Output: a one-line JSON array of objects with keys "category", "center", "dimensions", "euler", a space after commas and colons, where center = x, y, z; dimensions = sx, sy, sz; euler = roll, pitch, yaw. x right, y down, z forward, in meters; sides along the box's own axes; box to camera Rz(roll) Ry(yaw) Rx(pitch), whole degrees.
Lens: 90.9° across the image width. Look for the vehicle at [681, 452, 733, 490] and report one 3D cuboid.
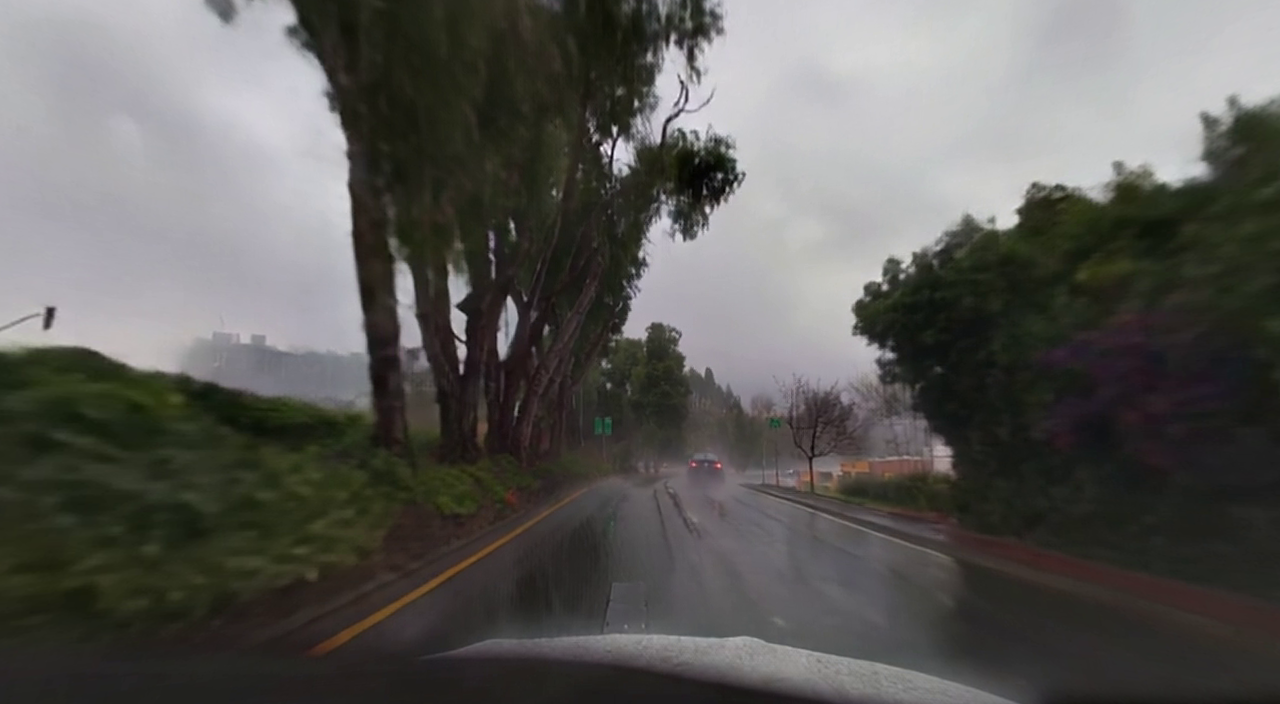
[{"category": "vehicle", "center": [2.870, 5.213, 27.960], "dimensions": [1.956, 1.473, 4.640], "euler": [0, -8, 2]}]
